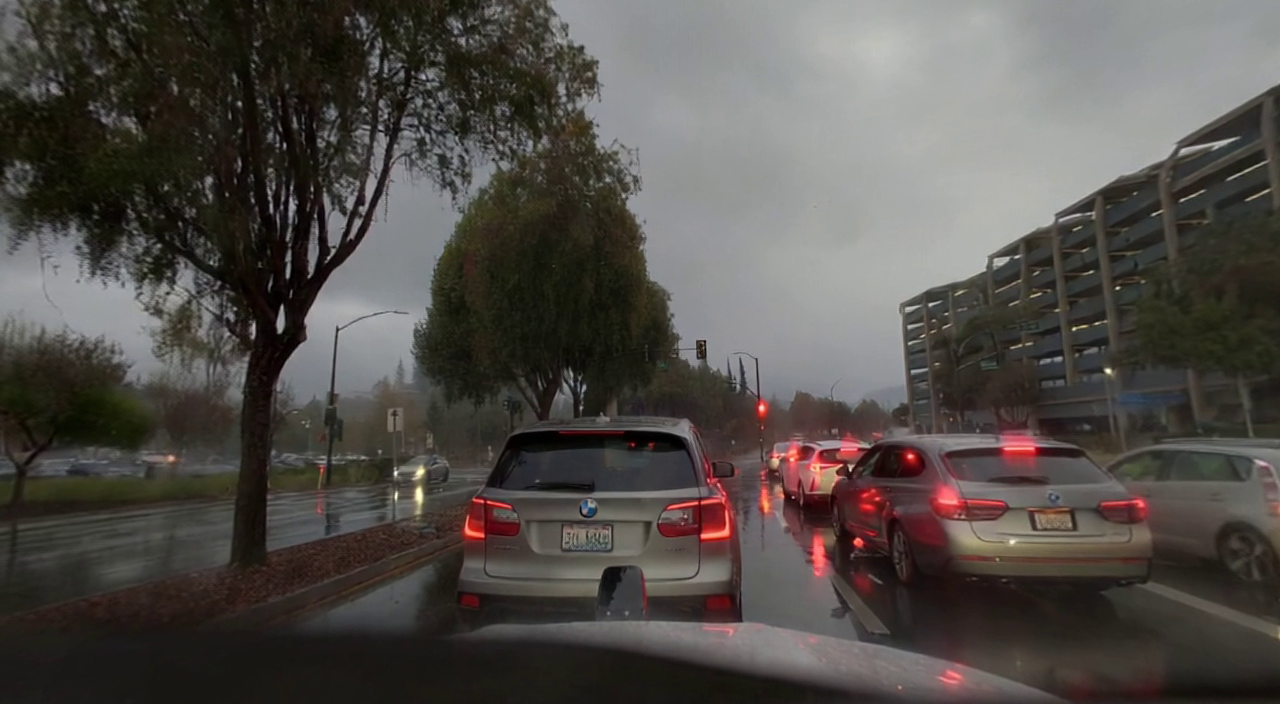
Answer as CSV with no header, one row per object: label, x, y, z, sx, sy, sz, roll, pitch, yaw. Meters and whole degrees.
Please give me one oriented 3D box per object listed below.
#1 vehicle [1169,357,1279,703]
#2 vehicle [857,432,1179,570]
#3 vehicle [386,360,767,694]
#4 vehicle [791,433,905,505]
vehicle,4.054,0.599,1.106,1.993,1.719,4.953,0,-8,1
vehicle,4.891,1.959,9.173,1.963,1.480,4.553,0,-8,2
vehicle,-0.211,1.232,5.563,2.021,1.742,4.295,-1,-8,4
vehicle,5.325,3.030,16.736,1.994,1.638,4.100,-1,-9,6
